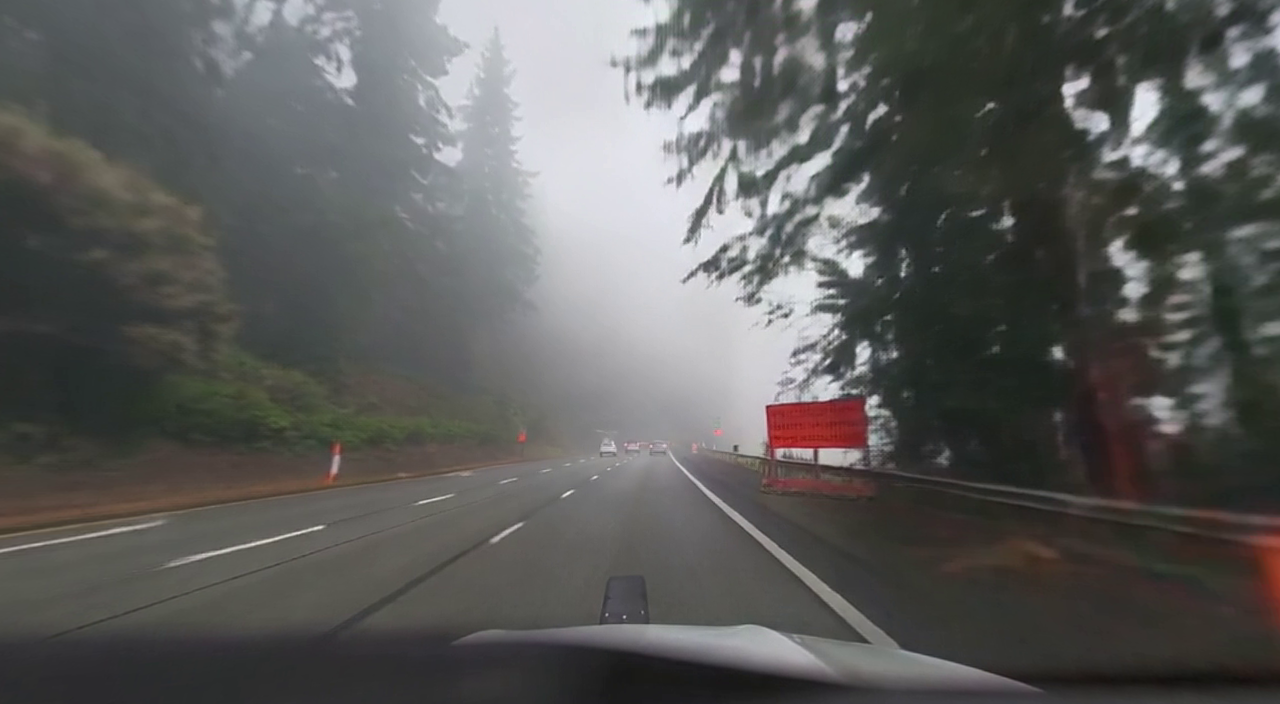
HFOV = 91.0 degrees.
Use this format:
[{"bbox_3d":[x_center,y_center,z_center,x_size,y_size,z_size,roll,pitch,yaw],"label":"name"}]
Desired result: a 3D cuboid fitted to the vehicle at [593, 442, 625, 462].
[{"bbox_3d":[-2.341,7.719,48.903,2.118,1.475,4.263,0,-8,2],"label":"vehicle"}]
